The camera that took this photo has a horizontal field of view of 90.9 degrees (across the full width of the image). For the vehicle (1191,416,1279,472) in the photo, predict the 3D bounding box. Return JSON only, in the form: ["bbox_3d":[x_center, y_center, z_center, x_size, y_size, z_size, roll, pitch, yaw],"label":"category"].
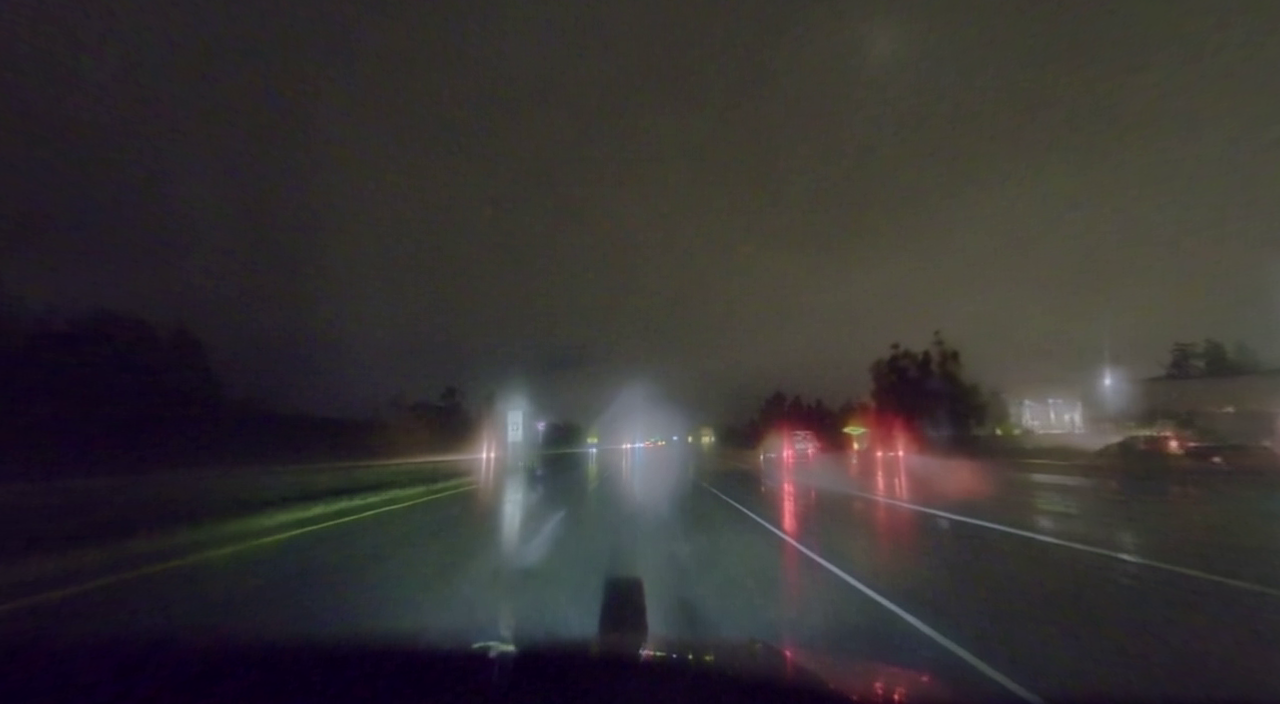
[{"bbox_3d":[44.164,6.482,44.817,6.064,3.689,3.868,-2,-8,2],"label":"vehicle"}]
